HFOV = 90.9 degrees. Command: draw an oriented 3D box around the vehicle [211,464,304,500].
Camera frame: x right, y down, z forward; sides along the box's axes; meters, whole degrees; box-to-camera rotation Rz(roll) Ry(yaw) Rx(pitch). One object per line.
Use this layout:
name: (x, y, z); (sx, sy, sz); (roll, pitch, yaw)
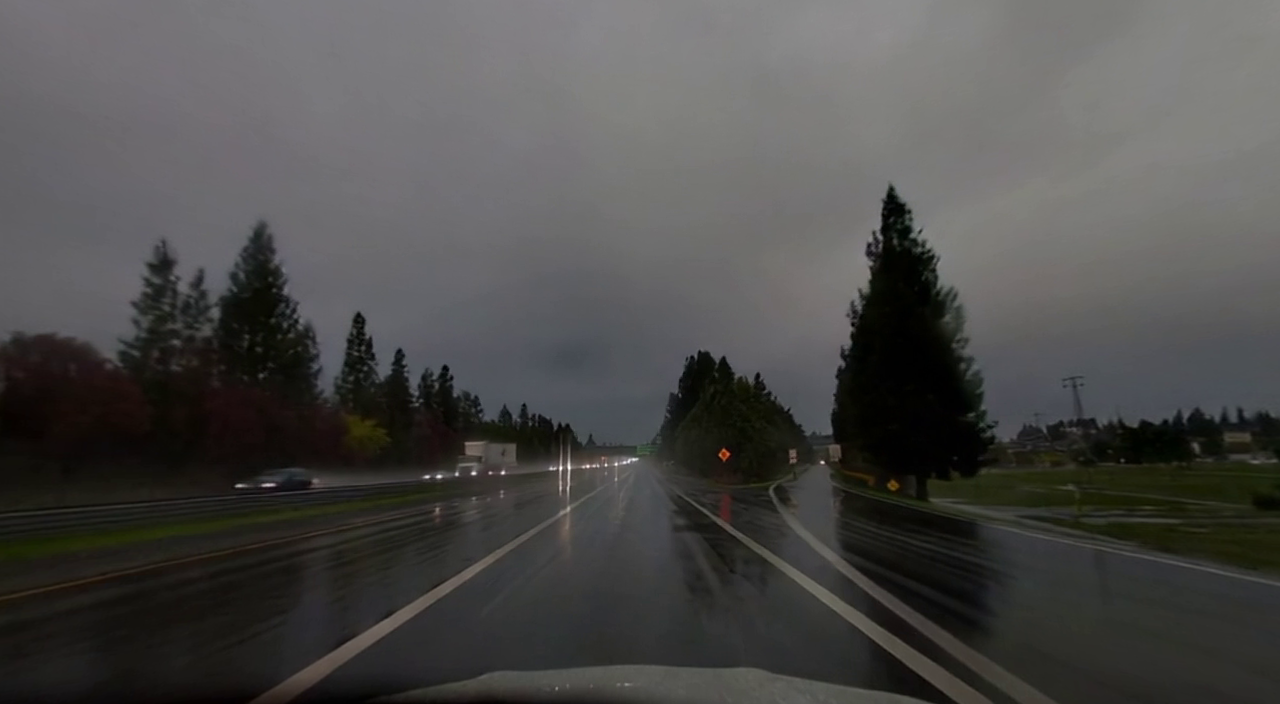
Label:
vehicle: (-17.038, 5.798, 28.286); (1.738, 1.435, 3.776); (1, -10, 1)
